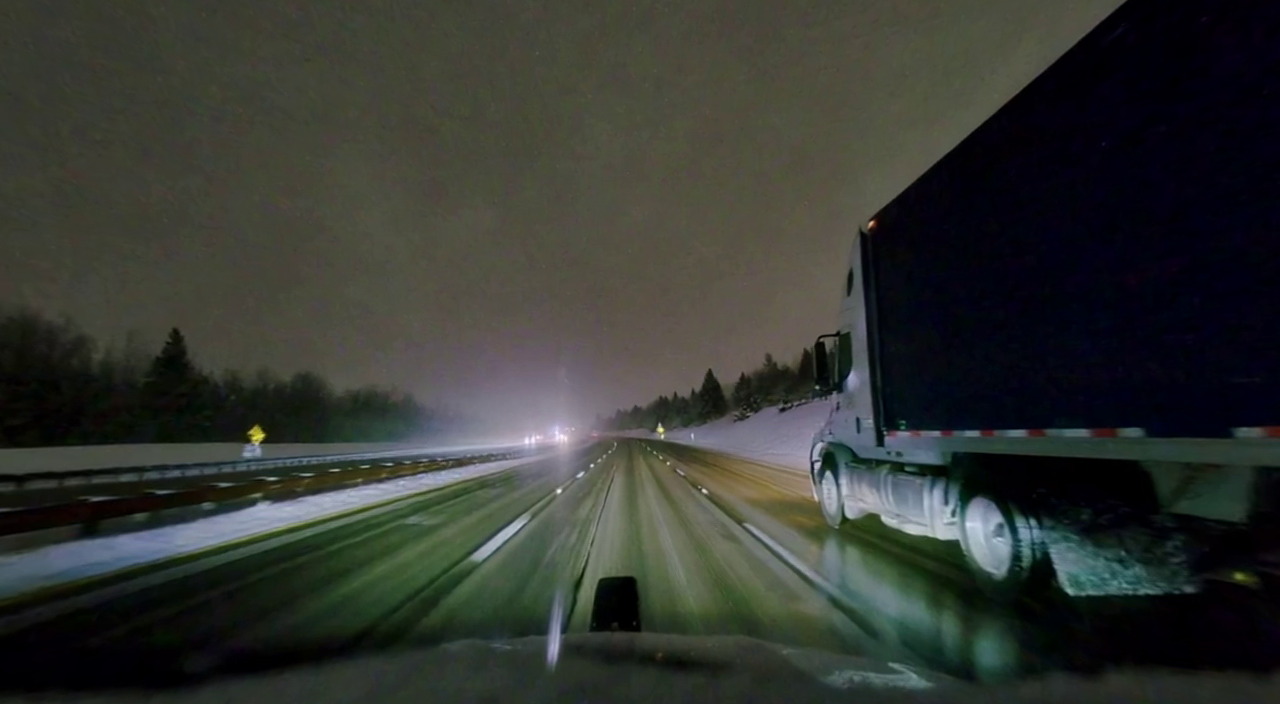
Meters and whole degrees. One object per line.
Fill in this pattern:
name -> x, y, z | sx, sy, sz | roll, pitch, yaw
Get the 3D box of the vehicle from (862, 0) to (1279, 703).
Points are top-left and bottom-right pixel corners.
vehicle -> 4.449, -0.302, 2.164 | 2.996, 3.849, 11.108 | 0, -8, -2
